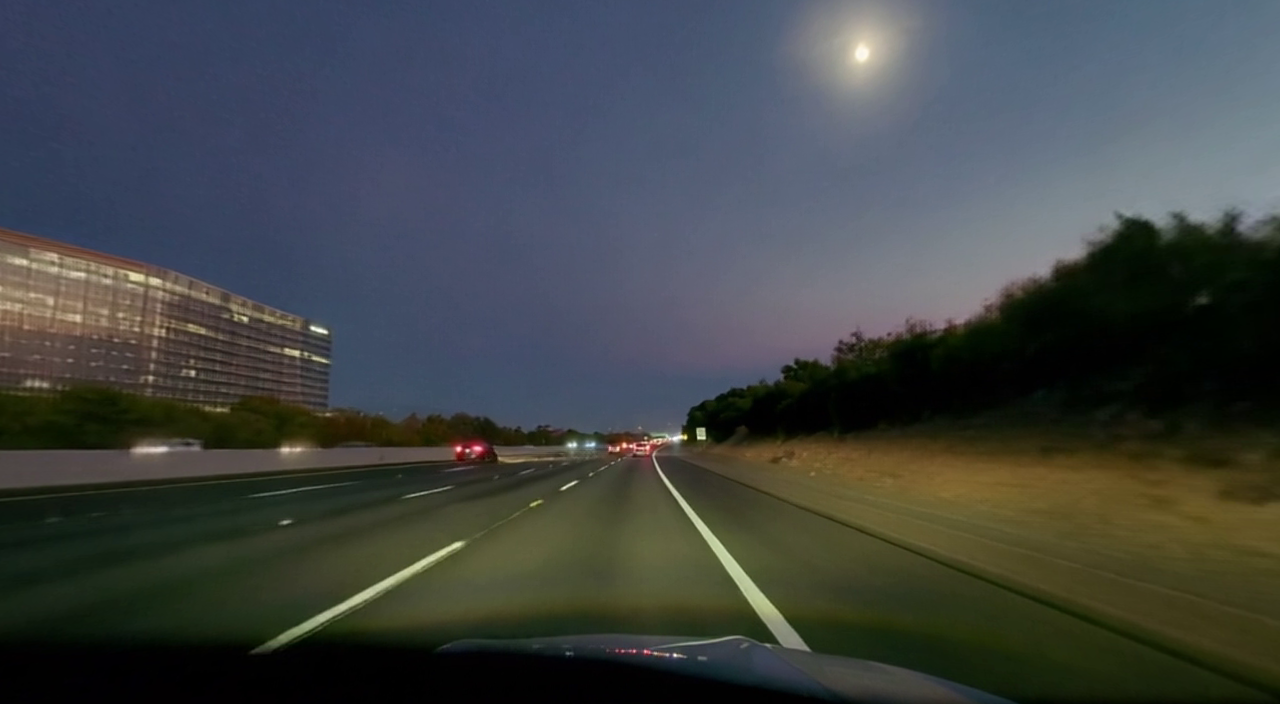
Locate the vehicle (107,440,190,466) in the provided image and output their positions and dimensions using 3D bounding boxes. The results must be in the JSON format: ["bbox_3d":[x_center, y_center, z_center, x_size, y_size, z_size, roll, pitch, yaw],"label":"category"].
[{"bbox_3d":[-34.544,7.079,44.569,1.985,1.700,4.619,-1,-8,2],"label":"vehicle"}]

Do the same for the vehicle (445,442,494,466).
[{"bbox_3d":[-11.011,6.632,41.120,1.914,1.440,4.467,0,-8,1],"label":"vehicle"}]

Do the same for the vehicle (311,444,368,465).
[{"bbox_3d":[-22.306,7.629,47.128,1.859,1.473,4.684,0,-8,2],"label":"vehicle"}]
